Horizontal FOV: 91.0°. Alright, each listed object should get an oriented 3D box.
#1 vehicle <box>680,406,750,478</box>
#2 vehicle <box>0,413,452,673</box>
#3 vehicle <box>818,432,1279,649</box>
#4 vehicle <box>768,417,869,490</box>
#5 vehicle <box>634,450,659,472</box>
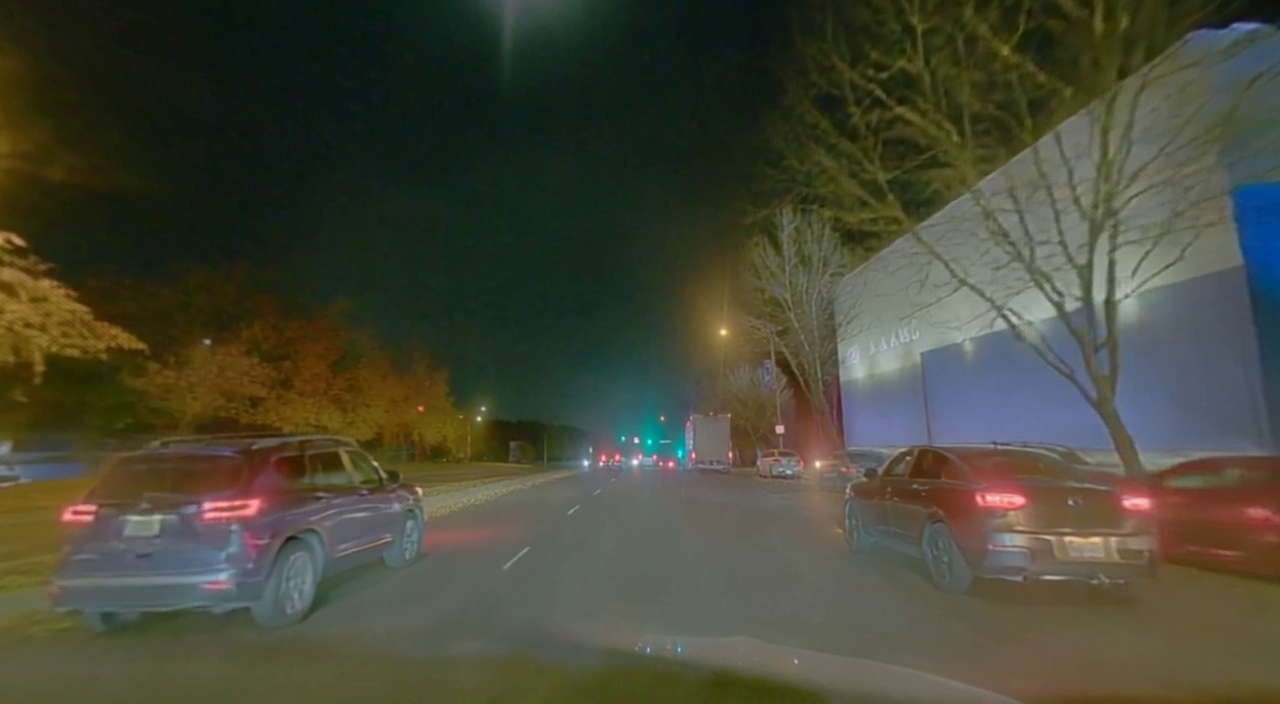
[{"bbox_3d":[4.207,5.446,38.046,3.003,3.680,10.684,0,-9,0],"label":"vehicle"},{"bbox_3d":[-3.437,1.486,6.098,1.751,1.540,4.481,0,-9,1],"label":"vehicle"},{"bbox_3d":[3.649,1.654,6.824,1.915,1.449,4.970,0,-9,-1],"label":"vehicle"},{"bbox_3d":[7.274,4.202,26.396,2.483,2.707,5.496,0,-9,-1],"label":"vehicle"},{"bbox_3d":[0.505,8.385,48.686,1.846,1.528,4.348,0,-9,0],"label":"vehicle"}]
